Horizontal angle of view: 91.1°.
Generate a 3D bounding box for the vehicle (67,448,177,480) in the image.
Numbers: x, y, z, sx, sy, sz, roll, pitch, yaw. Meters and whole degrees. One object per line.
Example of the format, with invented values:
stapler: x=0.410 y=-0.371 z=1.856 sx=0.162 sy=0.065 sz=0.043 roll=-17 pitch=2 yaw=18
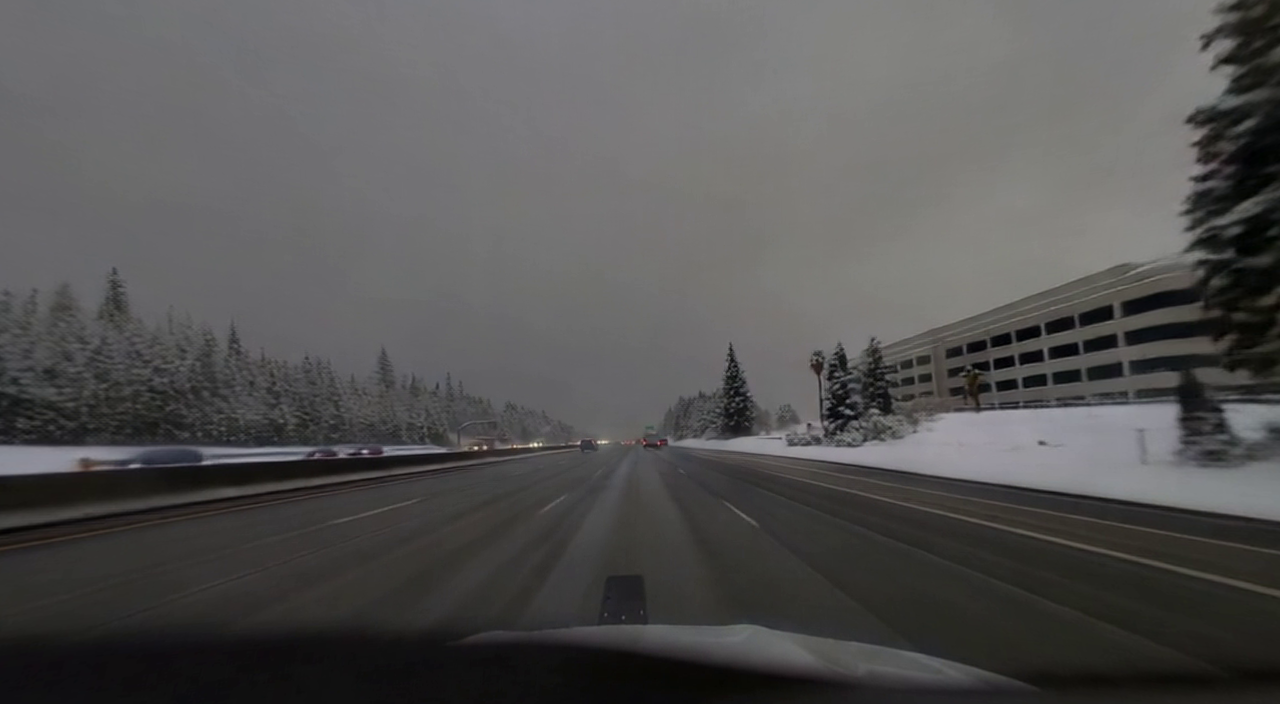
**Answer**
vehicle: x=-27.344 y=5.906 z=33.368 sx=1.849 sy=1.495 sz=4.684 roll=0 pitch=-8 yaw=0
